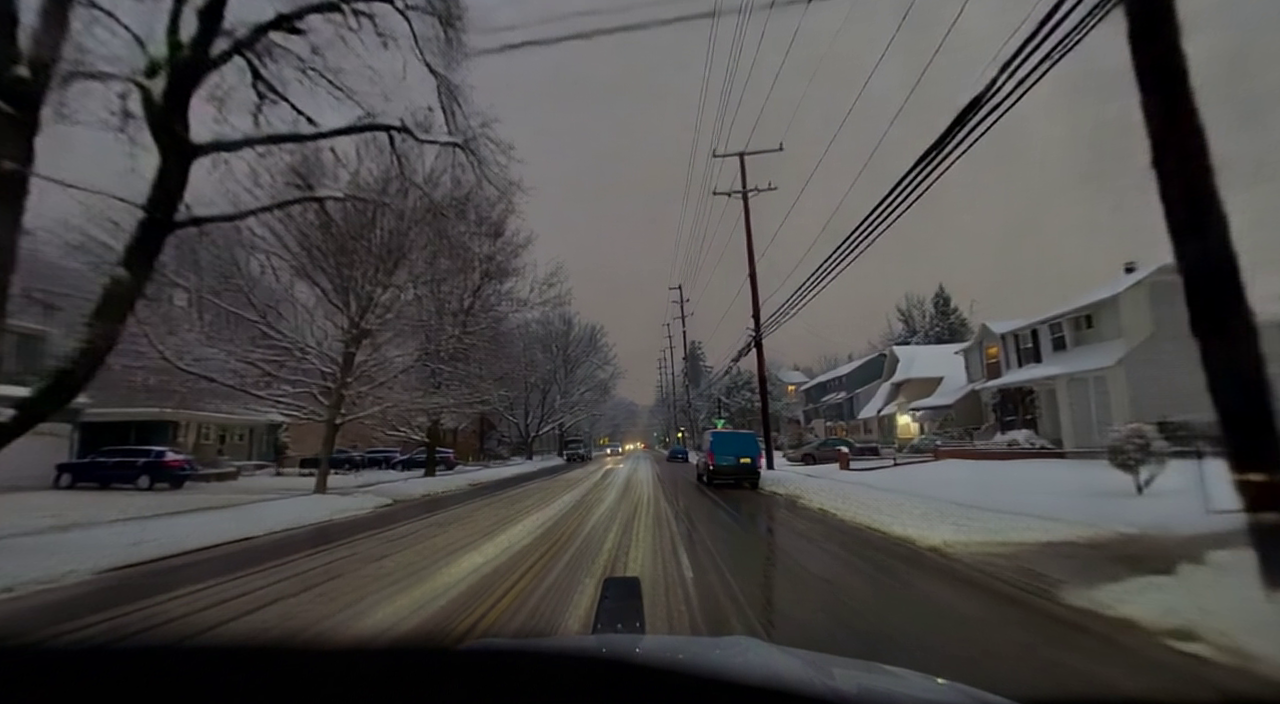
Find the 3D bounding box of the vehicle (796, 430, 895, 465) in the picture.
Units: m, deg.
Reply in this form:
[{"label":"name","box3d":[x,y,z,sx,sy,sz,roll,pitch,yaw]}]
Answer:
[{"label":"vehicle","box3d":[10.965,5.127,33.872,4.602,1.799,1.859,0,-9,-1]}]

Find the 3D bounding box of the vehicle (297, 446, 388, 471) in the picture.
[{"label":"vehicle","box3d":[-18.355,6.588,39.134,4.615,1.482,2.073,0,-8,0]}]

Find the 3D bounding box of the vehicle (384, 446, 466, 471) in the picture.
[{"label":"vehicle","box3d":[-13.341,6.595,39.371,4.443,1.475,1.932,0,-9,-2]}]

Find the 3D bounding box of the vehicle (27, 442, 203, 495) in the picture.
[{"label":"vehicle","box3d":[-18.480,4.093,22.413,4.414,1.731,2.008,-1,-8,0]}]

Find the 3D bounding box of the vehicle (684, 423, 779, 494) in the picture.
[{"label":"vehicle","box3d":[2.900,3.552,21.372,2.311,2.069,5.156,0,-9,-1]}]
